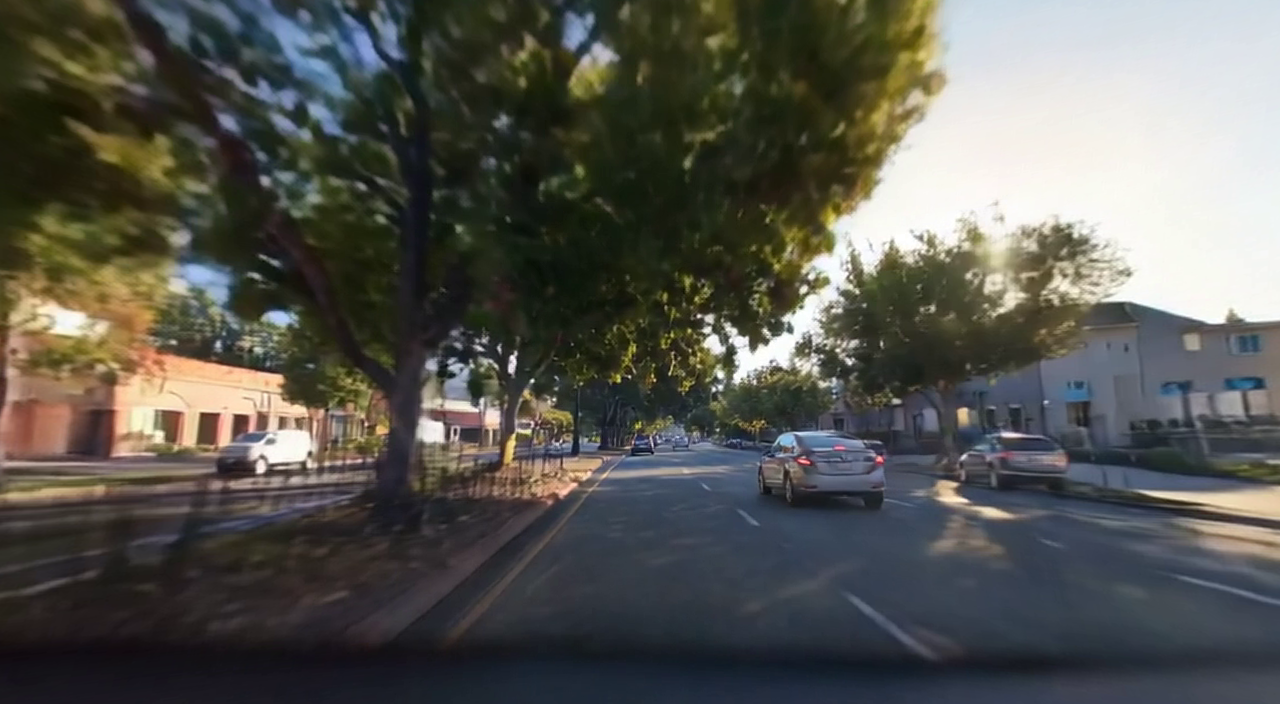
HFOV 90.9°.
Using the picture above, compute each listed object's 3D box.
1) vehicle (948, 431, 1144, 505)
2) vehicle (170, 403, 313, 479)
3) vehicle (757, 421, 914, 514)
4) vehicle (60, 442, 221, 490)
[{"bbox_3d":[10.475,3.015,16.855,2.078,1.668,4.654,0,-8,0],"label":"vehicle"},{"bbox_3d":[-19.182,4.377,30.900,2.811,3.326,6.083,0,-8,1],"label":"vehicle"},{"bbox_3d":[3.922,2.392,13.461,2.072,1.669,3.836,0,-8,0],"label":"vehicle"},{"bbox_3d":[-19.116,4.343,24.560,2.015,1.647,5.085,-1,-8,2],"label":"vehicle"}]
